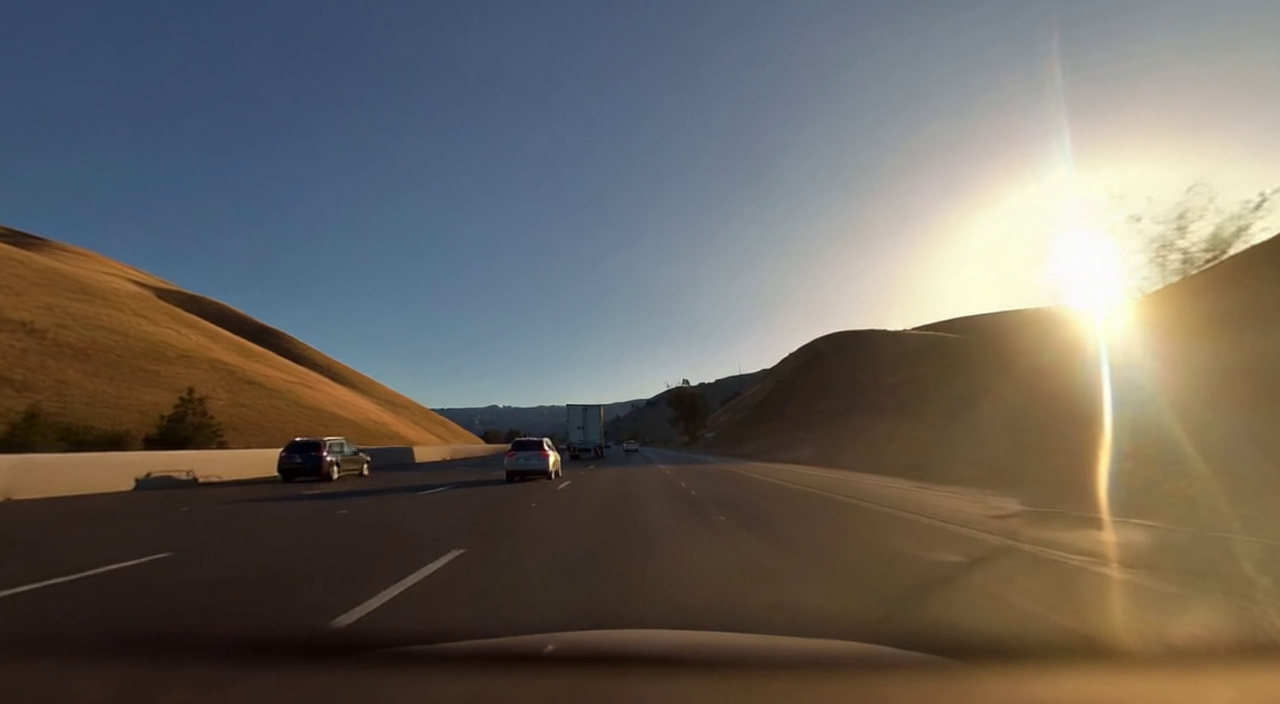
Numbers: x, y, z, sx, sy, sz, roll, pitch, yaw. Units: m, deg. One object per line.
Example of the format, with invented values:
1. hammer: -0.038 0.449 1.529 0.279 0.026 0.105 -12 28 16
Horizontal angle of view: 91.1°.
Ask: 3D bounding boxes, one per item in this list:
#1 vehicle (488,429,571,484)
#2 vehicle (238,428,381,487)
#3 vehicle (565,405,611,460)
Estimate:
1. vehicle: -3.727 3.620 22.109 2.099 1.734 4.413 0 -8 0
2. vehicle: -11.465 3.682 22.381 2.130 1.828 5.523 0 -8 0
3. vehicle: -3.926 6.440 49.808 2.981 3.860 11.022 0 -8 -2
